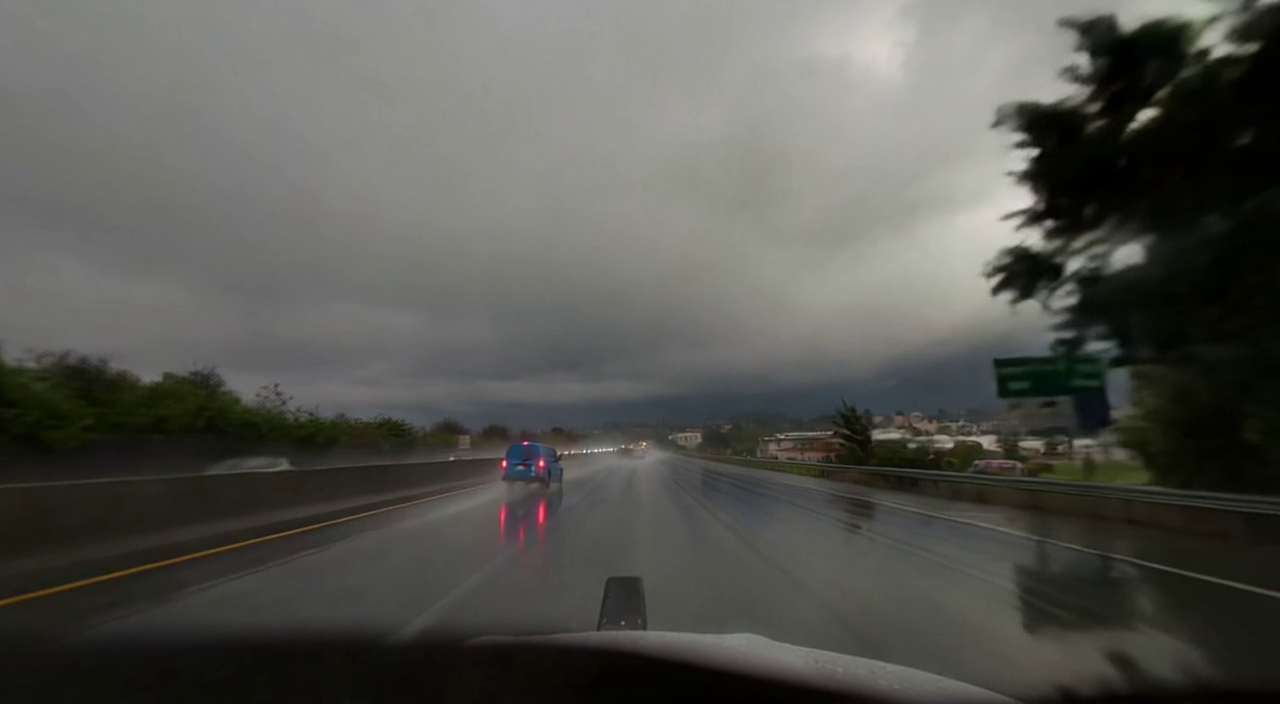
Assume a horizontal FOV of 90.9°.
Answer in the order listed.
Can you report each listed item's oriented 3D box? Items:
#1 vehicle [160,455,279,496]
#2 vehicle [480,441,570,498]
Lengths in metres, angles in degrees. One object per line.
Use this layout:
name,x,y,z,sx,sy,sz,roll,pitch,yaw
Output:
vehicle,-16.168,4.729,24.539,1.800,1.424,4.187,0,-9,-1
vehicle,-3.433,3.597,19.549,1.965,1.556,3.971,0,-9,1
